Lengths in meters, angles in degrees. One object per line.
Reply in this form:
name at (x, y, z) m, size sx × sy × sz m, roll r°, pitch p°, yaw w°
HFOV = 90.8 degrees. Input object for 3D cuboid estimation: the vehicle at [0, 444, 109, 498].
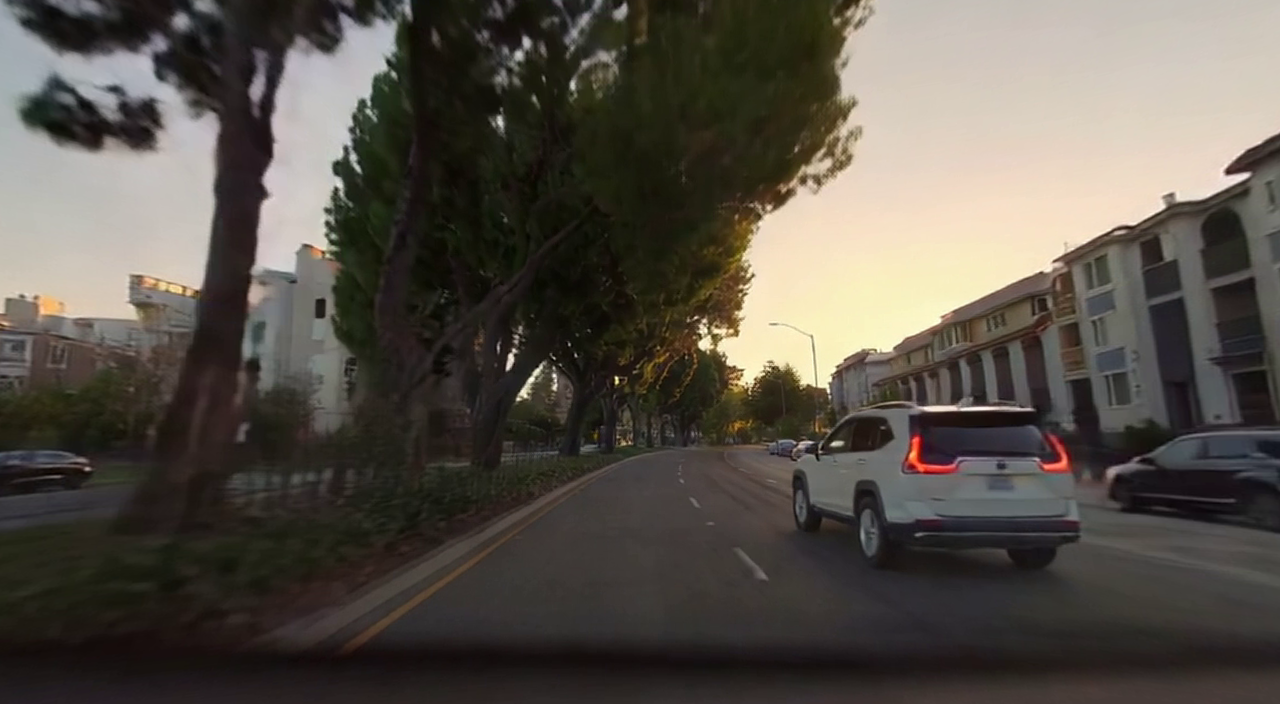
vehicle at (-19.108, 3.655, 19.270) m, size 1.908 × 1.500 × 4.470 m, roll -3°, pitch -10°, yaw 1°

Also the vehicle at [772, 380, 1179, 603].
vehicle at (3.235, 1.475, 7.526) m, size 2.215 × 1.812 × 4.569 m, roll 0°, pitch -9°, yaw -1°

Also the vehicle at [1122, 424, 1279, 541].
vehicle at (10.192, 2.011, 9.634) m, size 2.037 × 1.655 × 4.760 m, roll 4°, pitch -8°, yaw 1°
